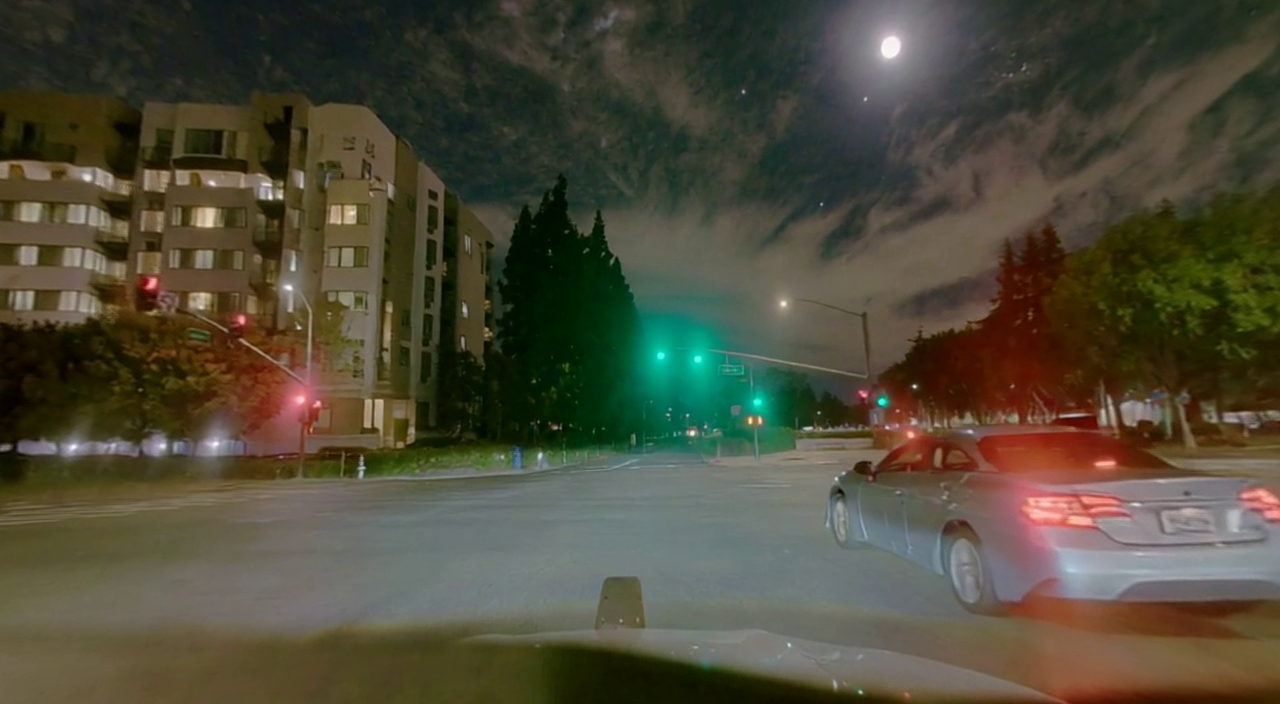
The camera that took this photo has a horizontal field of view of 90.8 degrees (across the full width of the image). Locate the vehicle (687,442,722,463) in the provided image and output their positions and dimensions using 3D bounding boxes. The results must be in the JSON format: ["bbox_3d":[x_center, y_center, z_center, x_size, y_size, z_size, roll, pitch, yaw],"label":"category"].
[{"bbox_3d":[4.694,7.411,46.487,1.983,1.453,4.180,0,-9,-1],"label":"vehicle"}]

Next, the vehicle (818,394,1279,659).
[{"bbox_3d":[3.298,1.345,5.891,1.903,1.529,4.254,0,-9,-2],"label":"vehicle"}]

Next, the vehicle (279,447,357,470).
[{"bbox_3d":[-21.452,7.115,42.190,4.207,1.508,1.875,0,-9,2],"label":"vehicle"}]

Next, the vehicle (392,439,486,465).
[{"bbox_3d":[-14.518,7.256,45.893,6.021,1.868,2.172,0,-9,1],"label":"vehicle"}]

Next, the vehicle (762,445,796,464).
[{"bbox_3d":[10.179,7.533,46.553,1.692,1.343,3.352,0,-9,-1],"label":"vehicle"}]

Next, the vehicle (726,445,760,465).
[{"bbox_3d":[7.570,7.619,46.785,1.889,1.358,3.751,0,-9,1],"label":"vehicle"}]

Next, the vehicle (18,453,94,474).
[{"bbox_3d":[-41.005,7.843,44.468,1.651,1.379,3.787,0,-9,0],"label":"vehicle"}]

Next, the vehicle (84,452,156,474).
[{"bbox_3d":[-36.161,7.706,44.058,1.709,1.410,3.945,0,-9,-1],"label":"vehicle"}]

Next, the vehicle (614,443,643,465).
[{"bbox_3d":[-0.850,7.515,46.772,2.024,1.489,4.613,0,-9,-1],"label":"vehicle"}]
